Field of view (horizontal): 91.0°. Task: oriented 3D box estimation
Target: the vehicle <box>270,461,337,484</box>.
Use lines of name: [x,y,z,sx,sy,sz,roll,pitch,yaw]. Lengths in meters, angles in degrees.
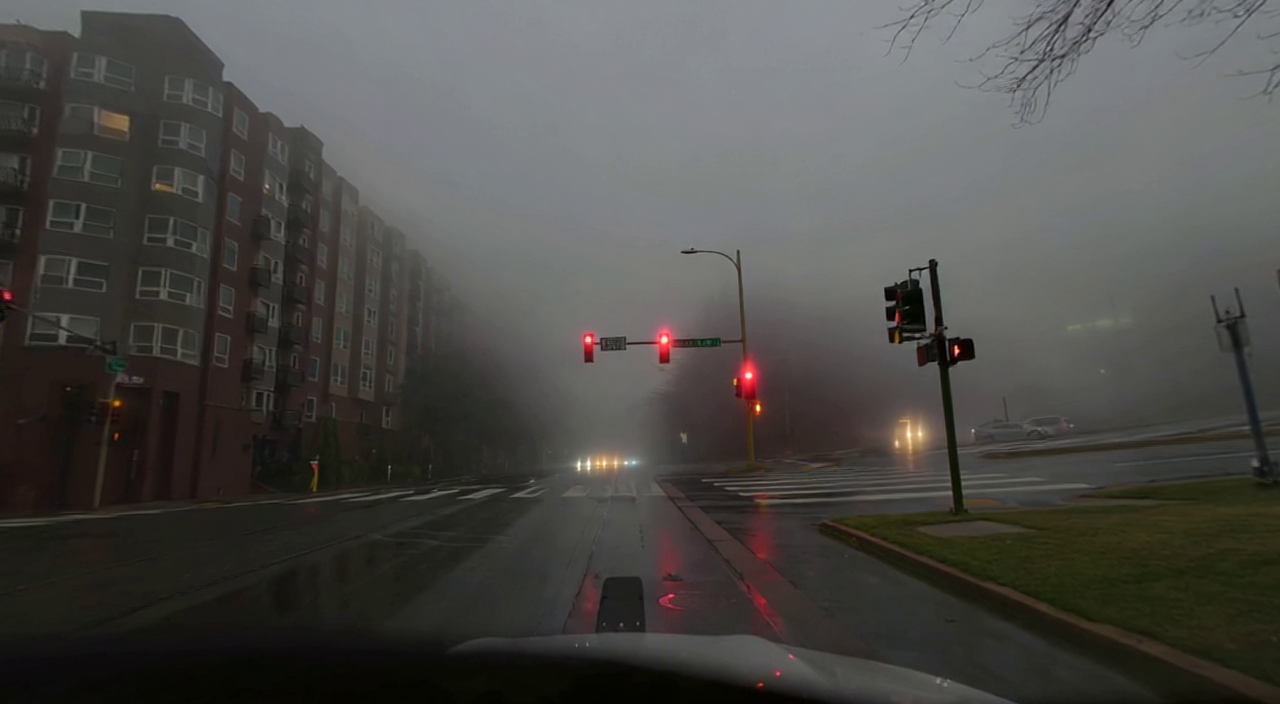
vehicle: [-24.663,8.814,46.280,3.882,1.600,1.768,0,-9,2]
